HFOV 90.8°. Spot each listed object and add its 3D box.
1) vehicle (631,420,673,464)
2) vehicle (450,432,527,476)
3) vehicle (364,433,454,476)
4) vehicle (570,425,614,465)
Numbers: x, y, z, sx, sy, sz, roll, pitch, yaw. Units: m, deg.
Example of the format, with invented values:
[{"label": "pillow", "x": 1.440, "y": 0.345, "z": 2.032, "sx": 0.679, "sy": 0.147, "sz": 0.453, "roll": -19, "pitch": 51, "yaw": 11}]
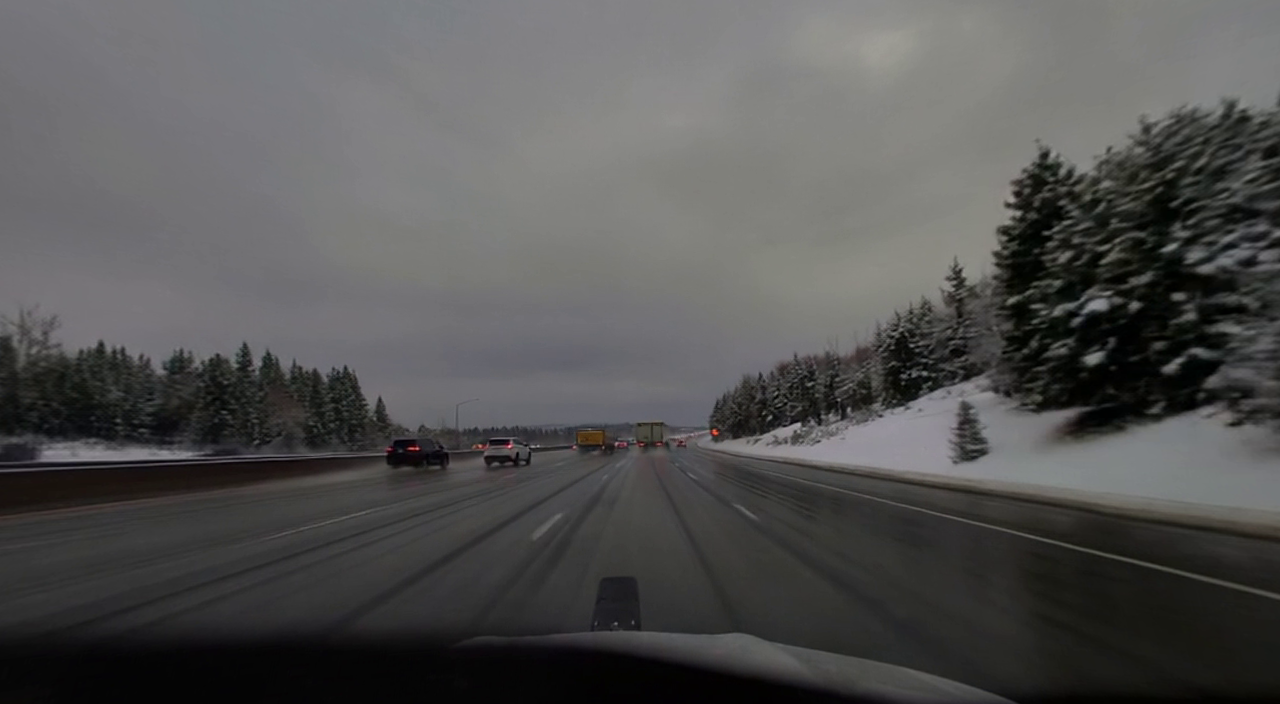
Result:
[{"label": "vehicle", "x": 0.821, "y": 6.359, "z": 44.607, "sx": 2.768, "sy": 2.854, "sz": 6.757, "roll": 0, "pitch": -8, "yaw": 1}, {"label": "vehicle", "x": -6.909, "y": 4.728, "z": 29.430, "sx": 2.206, "sy": 1.838, "sz": 4.889, "roll": 0, "pitch": -8, "yaw": 2}, {"label": "vehicle", "x": -10.625, "y": 4.765, "z": 29.578, "sx": 2.080, "sy": 1.777, "sz": 5.450, "roll": 0, "pitch": -8, "yaw": 0}, {"label": "vehicle", "x": -3.155, "y": 6.312, "z": 42.749, "sx": 2.328, "sy": 2.519, "sz": 5.238, "roll": 0, "pitch": -8, "yaw": 3}]
